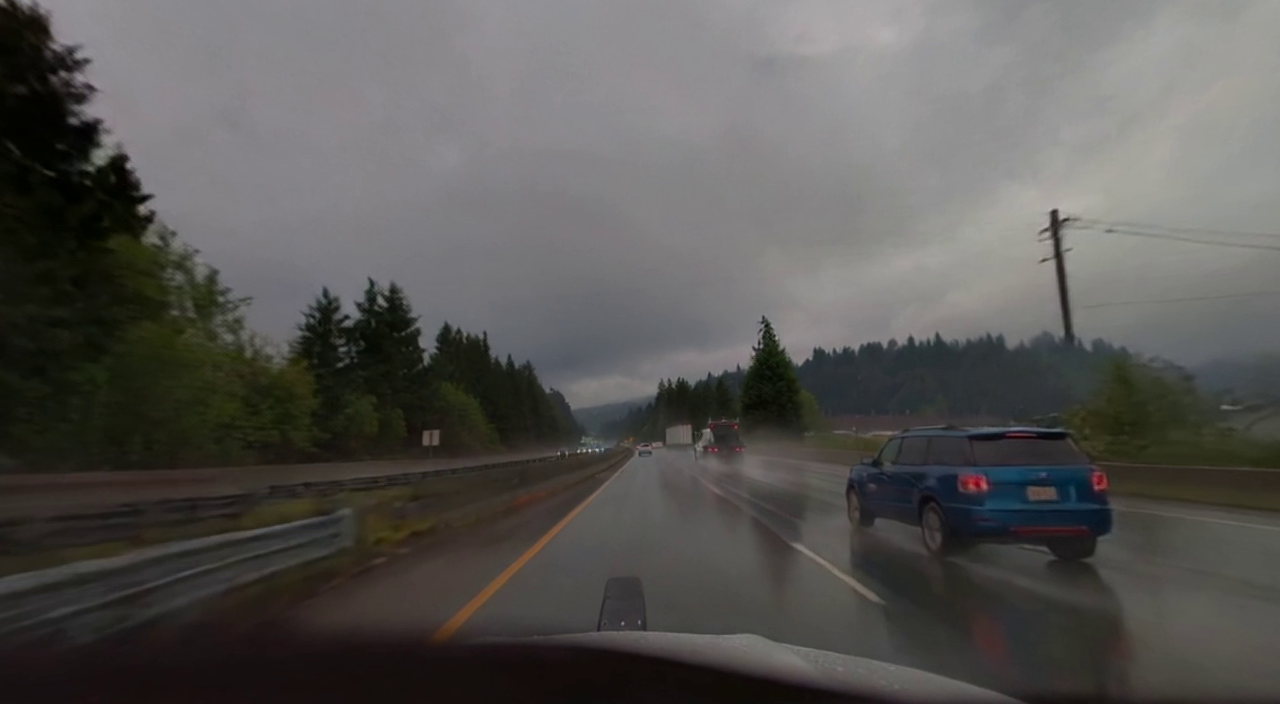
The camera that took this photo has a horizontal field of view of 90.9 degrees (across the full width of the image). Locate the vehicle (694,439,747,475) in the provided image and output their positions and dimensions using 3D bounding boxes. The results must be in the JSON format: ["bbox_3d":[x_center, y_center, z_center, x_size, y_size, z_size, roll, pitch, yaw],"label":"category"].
[{"bbox_3d":[3.956,5.223,31.557,2.022,1.658,4.132,0,-9,-1],"label":"vehicle"}]

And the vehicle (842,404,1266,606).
[{"bbox_3d":[3.987,1.541,7.135,2.005,1.604,4.002,0,-9,-1],"label":"vehicle"}]
